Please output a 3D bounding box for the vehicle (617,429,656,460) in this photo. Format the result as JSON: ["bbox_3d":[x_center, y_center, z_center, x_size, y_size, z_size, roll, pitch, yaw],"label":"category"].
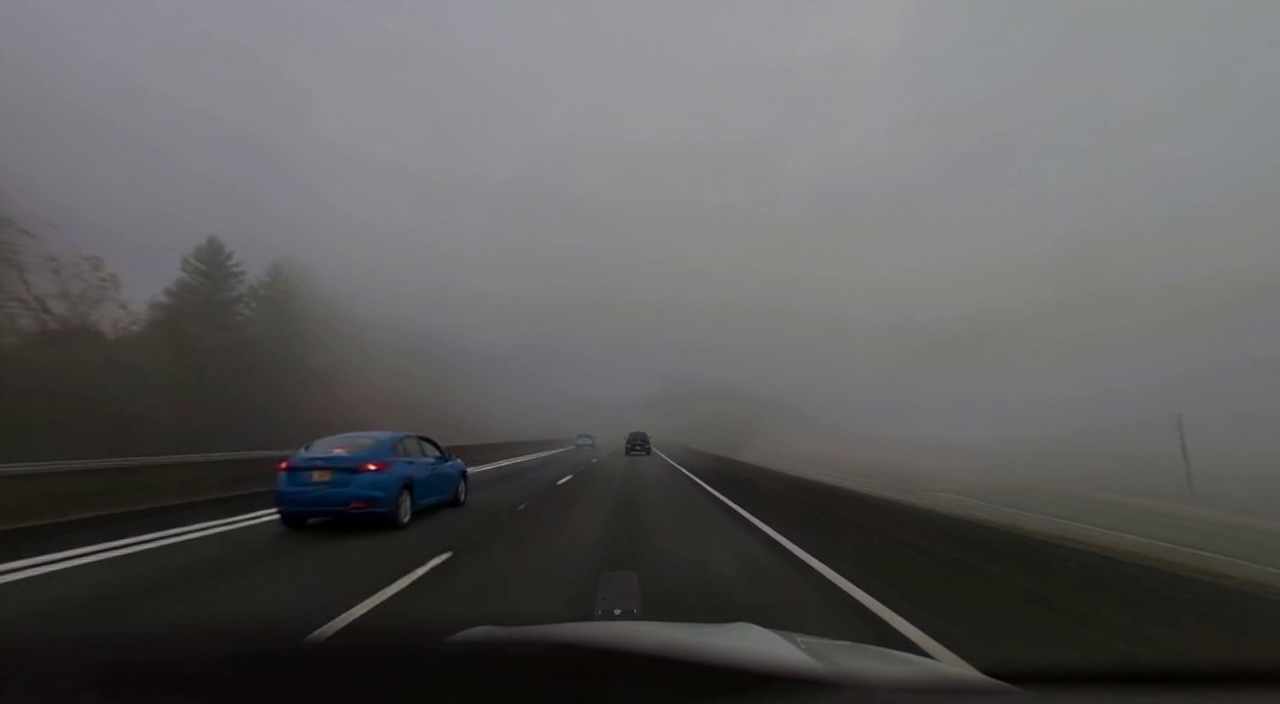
[{"bbox_3d":[-0.217,5.322,36.420,2.134,1.654,4.174,0,-8,-1],"label":"vehicle"}]

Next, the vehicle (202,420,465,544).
[{"bbox_3d":[-4.291,1.858,9.729,2.030,1.491,4.046,0,-8,0],"label":"vehicle"}]
